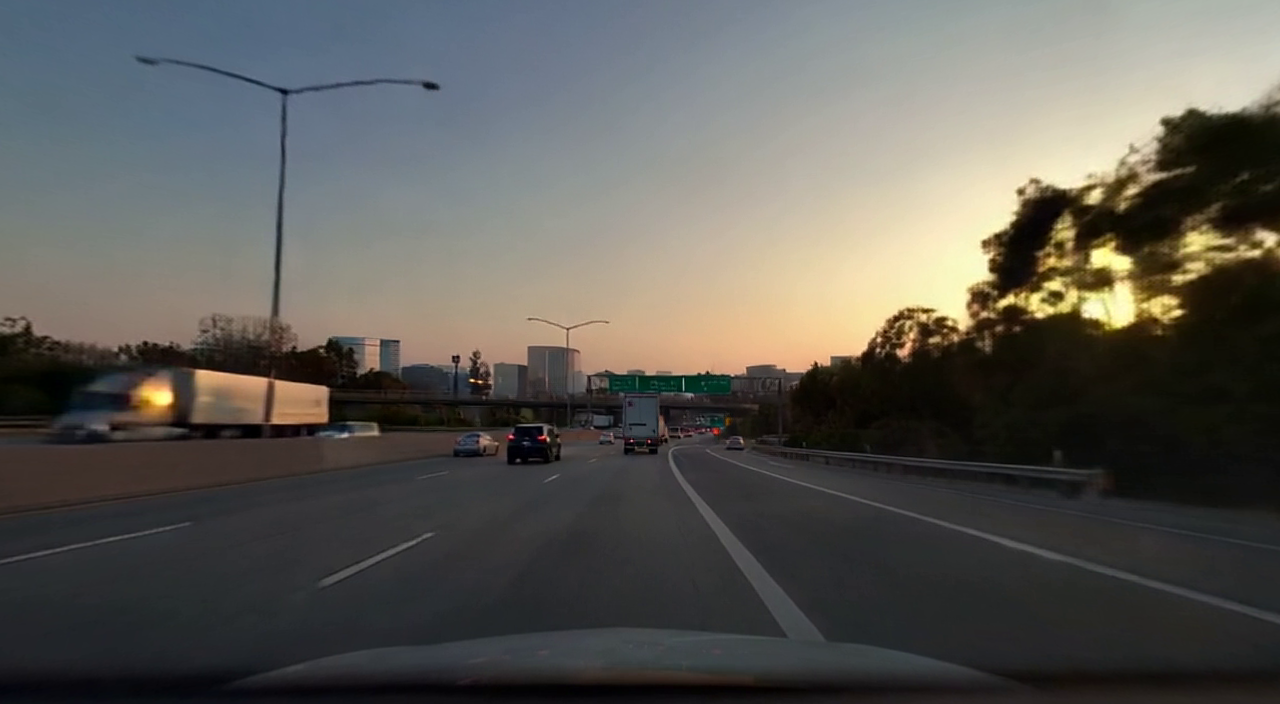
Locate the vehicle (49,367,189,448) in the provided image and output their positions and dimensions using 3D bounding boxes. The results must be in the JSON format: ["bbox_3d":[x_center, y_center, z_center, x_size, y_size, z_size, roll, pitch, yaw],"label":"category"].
[{"bbox_3d":[-24.128,2.665,29.339,2.853,3.414,3.777,1,-8,5],"label":"vehicle"}]

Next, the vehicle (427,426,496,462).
[{"bbox_3d":[-7.887,4.091,28.194,1.845,1.493,3.799,0,-8,2],"label":"vehicle"}]

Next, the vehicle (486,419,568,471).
[{"bbox_3d":[-4.185,3.516,24.044,2.119,1.787,4.655,0,-8,2],"label":"vehicle"}]

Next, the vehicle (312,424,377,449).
[{"bbox_3d":[-19.355,5.561,41.391,1.893,1.598,4.324,-1,-8,4],"label":"vehicle"}]

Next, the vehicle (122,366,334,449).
[{"bbox_3d":[-23.861,3.677,38.219,2.960,4.104,14.061,0,-8,2],"label":"vehicle"}]

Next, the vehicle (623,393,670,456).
[{"bbox_3d":[0.501,5.391,46.044,3.024,4.019,10.605,0,-8,1],"label":"vehicle"}]
